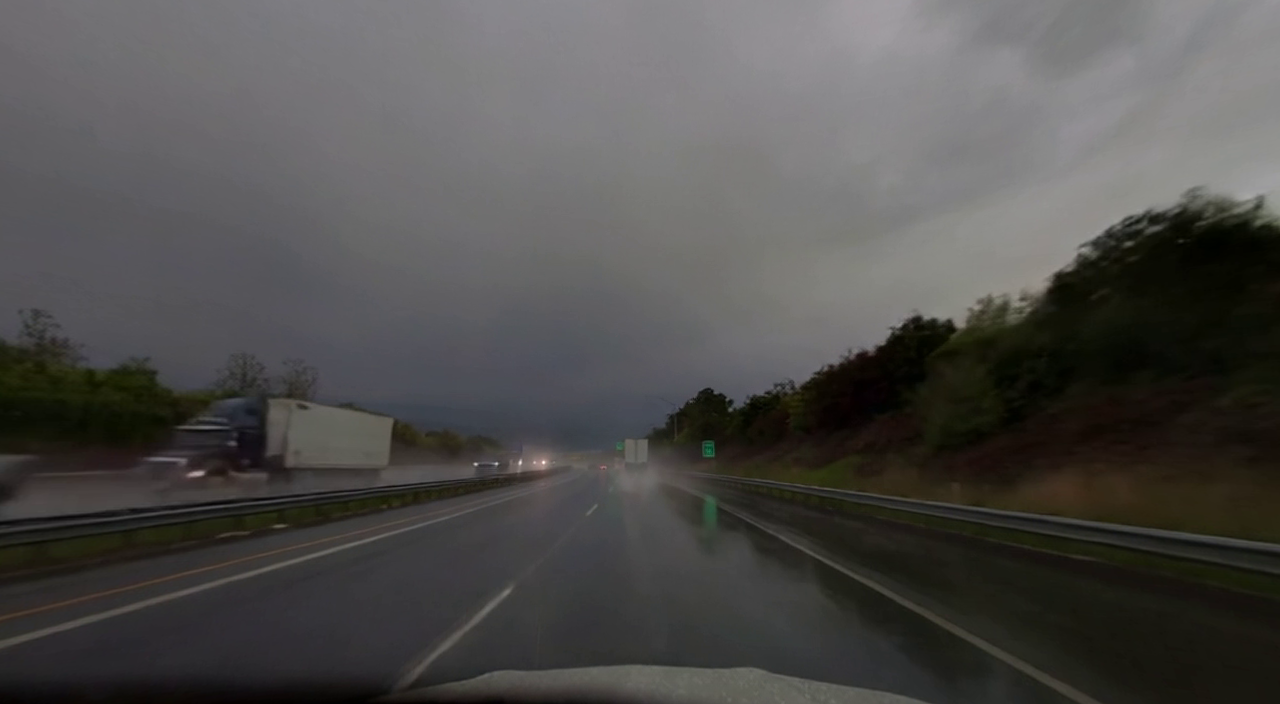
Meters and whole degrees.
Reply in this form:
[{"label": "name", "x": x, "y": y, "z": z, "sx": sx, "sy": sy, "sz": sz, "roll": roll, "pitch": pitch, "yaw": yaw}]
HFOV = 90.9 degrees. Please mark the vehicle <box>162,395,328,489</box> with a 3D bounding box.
[{"label": "vehicle", "x": -16.606, "y": 3.983, "z": 27.146, "sx": 3.088, "sy": 3.528, "sz": 5.922, "roll": 1, "pitch": -11, "yaw": 0}]
